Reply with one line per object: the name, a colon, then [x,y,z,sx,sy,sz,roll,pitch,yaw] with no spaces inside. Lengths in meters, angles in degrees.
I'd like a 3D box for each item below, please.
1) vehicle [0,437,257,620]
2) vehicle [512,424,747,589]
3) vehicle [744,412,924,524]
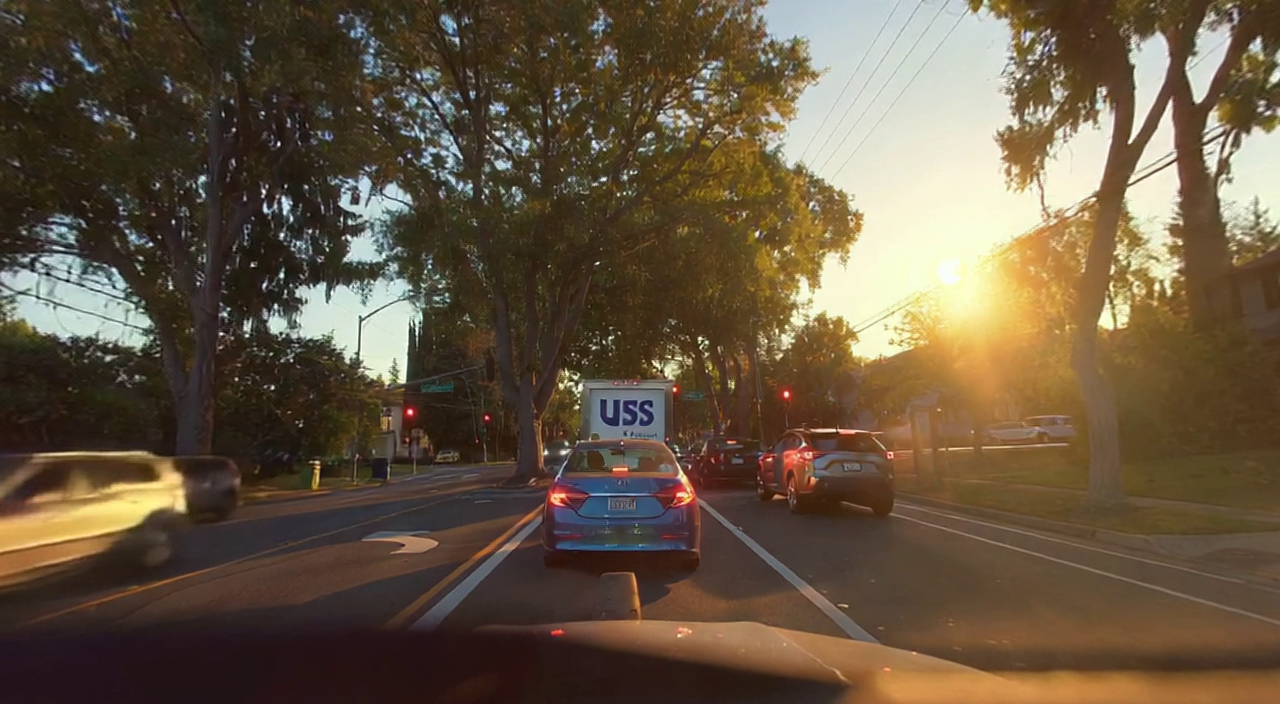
vehicle: [-6.275,1.647,6.406,1.800,1.520,4.691,0,-8,0]
vehicle: [-0.150,1.718,7.927,2.135,1.483,4.207,0,-8,-2]
vehicle: [3.603,2.256,12.822,2.145,1.847,4.524,0,-8,-1]
